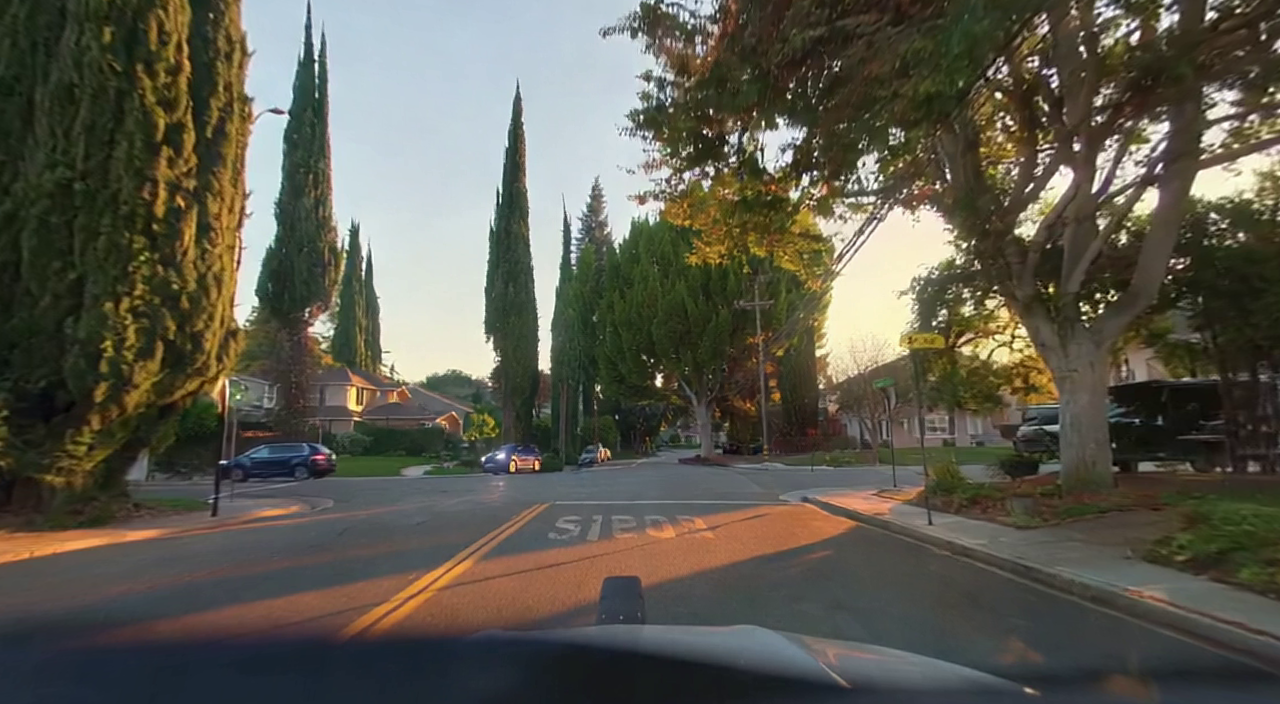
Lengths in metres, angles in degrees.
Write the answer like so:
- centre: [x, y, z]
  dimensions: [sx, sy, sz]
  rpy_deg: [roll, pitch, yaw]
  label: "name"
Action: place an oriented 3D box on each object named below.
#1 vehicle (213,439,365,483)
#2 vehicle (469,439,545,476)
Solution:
- centre: [-14.159, 4.407, 25.725]
  dimensions: [4.968, 1.728, 1.987]
  rpy_deg: [0, -8, 1]
  label: "vehicle"
- centre: [-6.274, 5.022, 30.350]
  dimensions: [1.988, 1.596, 4.396]
  rpy_deg: [-2, -8, 11]
  label: "vehicle"
